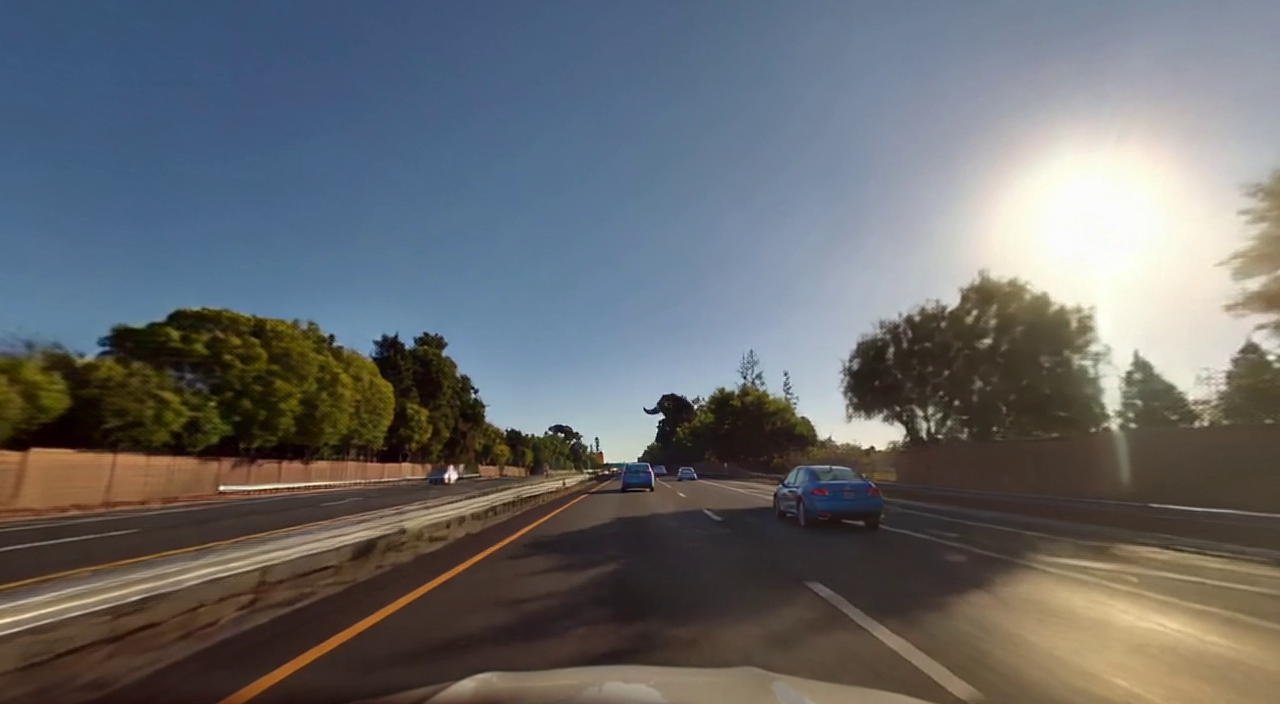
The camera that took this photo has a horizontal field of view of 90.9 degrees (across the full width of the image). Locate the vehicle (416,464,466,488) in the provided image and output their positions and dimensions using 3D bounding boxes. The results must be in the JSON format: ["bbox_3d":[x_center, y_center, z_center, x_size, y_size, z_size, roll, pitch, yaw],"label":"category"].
[{"bbox_3d":[-12.967,8.123,41.329,1.966,1.486,3.941,1,-11,0],"label":"vehicle"}]

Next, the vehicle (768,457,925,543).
[{"bbox_3d":[4.167,3.066,13.493,1.938,1.494,4.032,1,-11,-1],"label":"vehicle"}]

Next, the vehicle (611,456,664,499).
[{"bbox_3d":[-0.092,5.189,26.210,2.037,1.605,3.833,1,-11,0],"label":"vehicle"}]
